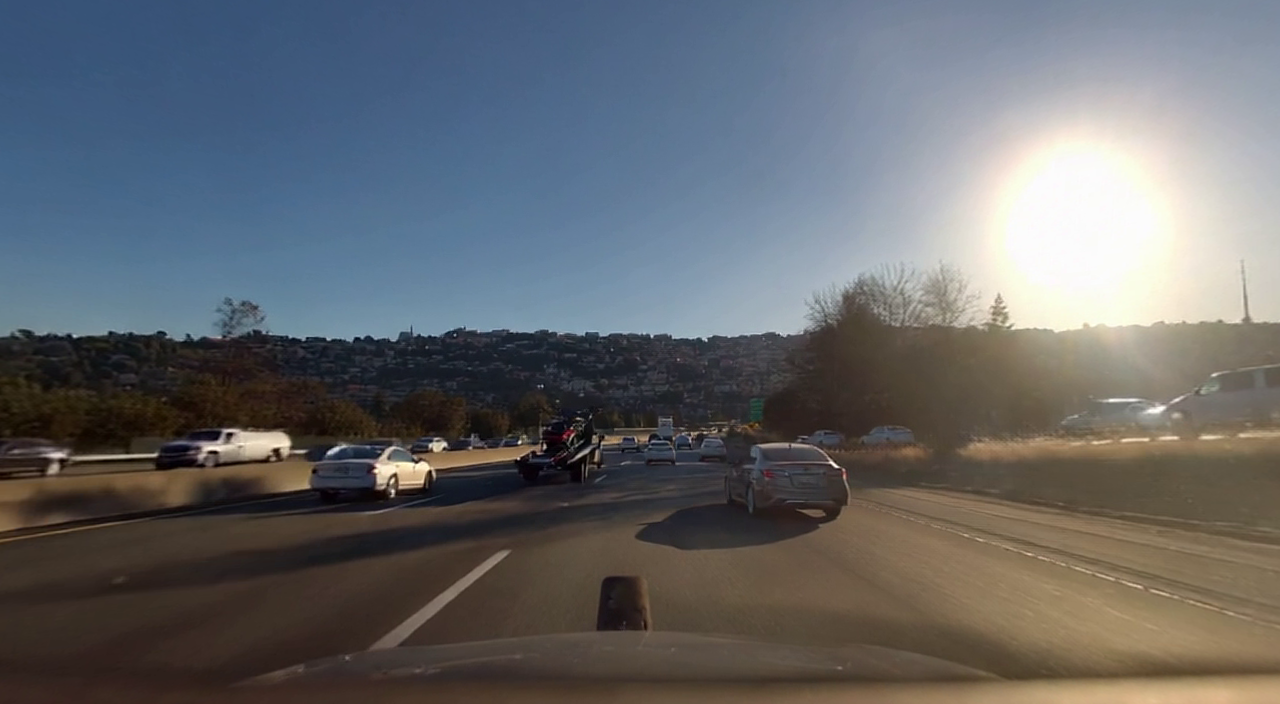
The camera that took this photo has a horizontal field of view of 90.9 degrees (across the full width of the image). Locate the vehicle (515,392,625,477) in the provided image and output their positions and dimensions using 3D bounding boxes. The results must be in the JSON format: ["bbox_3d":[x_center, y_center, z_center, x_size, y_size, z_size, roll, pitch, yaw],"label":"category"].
[{"bbox_3d":[-2.586,3.660,27.421,3.162,2.955,10.282,0,-8,3],"label":"vehicle"}]

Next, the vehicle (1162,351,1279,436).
[{"bbox_3d":[13.647,0.870,12.958,1.979,1.616,4.268,1,-8,-4],"label":"vehicle"}]

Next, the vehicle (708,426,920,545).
[{"bbox_3d":[2.448,2.012,10.204,2.040,1.481,4.260,0,-8,-3],"label":"vehicle"}]

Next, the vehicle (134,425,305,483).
[{"bbox_3d":[-15.414,3.799,23.679,2.333,1.897,5.499,-1,-8,4],"label":"vehicle"}]

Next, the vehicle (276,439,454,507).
[{"bbox_3d":[-6.406,2.857,15.483,1.964,1.395,4.948,0,-8,2],"label":"vehicle"}]

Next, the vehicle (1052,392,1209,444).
[{"bbox_3d":[17.215,2.438,22.456,2.034,1.647,4.188,0,-8,-3],"label":"vehicle"}]

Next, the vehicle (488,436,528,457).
[{"bbox_3d":[-9.988,7.186,47.989,1.881,1.511,3.959,-1,-8,5],"label":"vehicle"}]

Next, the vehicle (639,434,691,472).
[{"bbox_3d":[1.085,4.339,27.173,2.079,1.499,3.915,0,-8,2],"label":"vehicle"}]

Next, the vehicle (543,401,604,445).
[{"bbox_3d":[-2.650,3.031,26.191,1.893,1.674,4.766,0,-8,2],"label":"vehicle"}]
